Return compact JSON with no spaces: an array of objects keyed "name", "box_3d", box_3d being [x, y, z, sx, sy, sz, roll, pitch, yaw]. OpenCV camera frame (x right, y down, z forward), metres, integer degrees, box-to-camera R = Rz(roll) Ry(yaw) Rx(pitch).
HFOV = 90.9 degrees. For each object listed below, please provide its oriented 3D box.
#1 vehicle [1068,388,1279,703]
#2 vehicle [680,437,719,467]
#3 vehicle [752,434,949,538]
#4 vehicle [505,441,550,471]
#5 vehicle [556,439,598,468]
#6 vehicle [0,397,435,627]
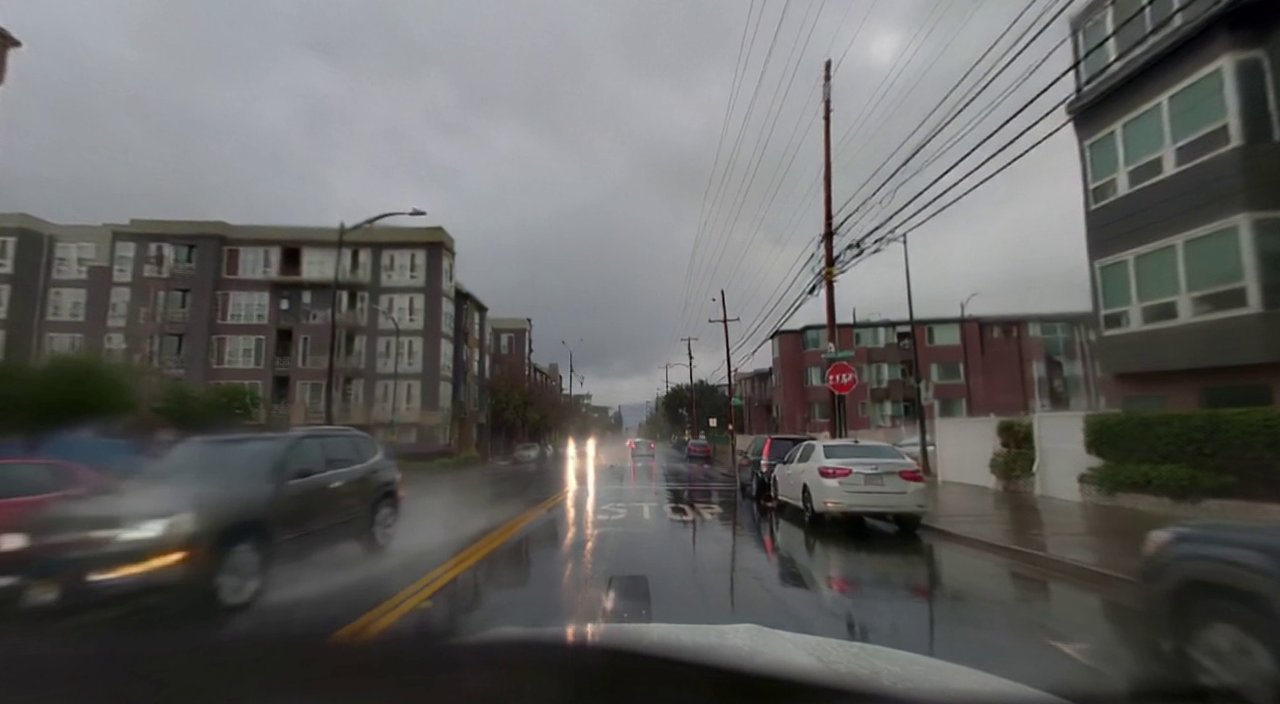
[{"name":"vehicle","box_3d":[3.651,0.787,1.368,2.040,1.637,4.734,0,-9,-1]},{"name":"vehicle","box_3d":[3.884,6.646,42.057,2.164,1.721,4.416,-4,-9,1]},{"name":"vehicle","box_3d":[3.518,2.315,11.614,1.888,1.495,4.567,0,-9,-2]},{"name":"vehicle","box_3d":[-7.511,6.963,42.521,2.140,1.874,4.475,0,-9,0]},{"name":"vehicle","box_3d":[-4.128,6.792,42.339,2.201,1.801,4.750,-1,-9,2]},{"name":"vehicle","box_3d":[-4.405,1.601,7.323,2.452,1.778,4.634,0,-9,0]}]
